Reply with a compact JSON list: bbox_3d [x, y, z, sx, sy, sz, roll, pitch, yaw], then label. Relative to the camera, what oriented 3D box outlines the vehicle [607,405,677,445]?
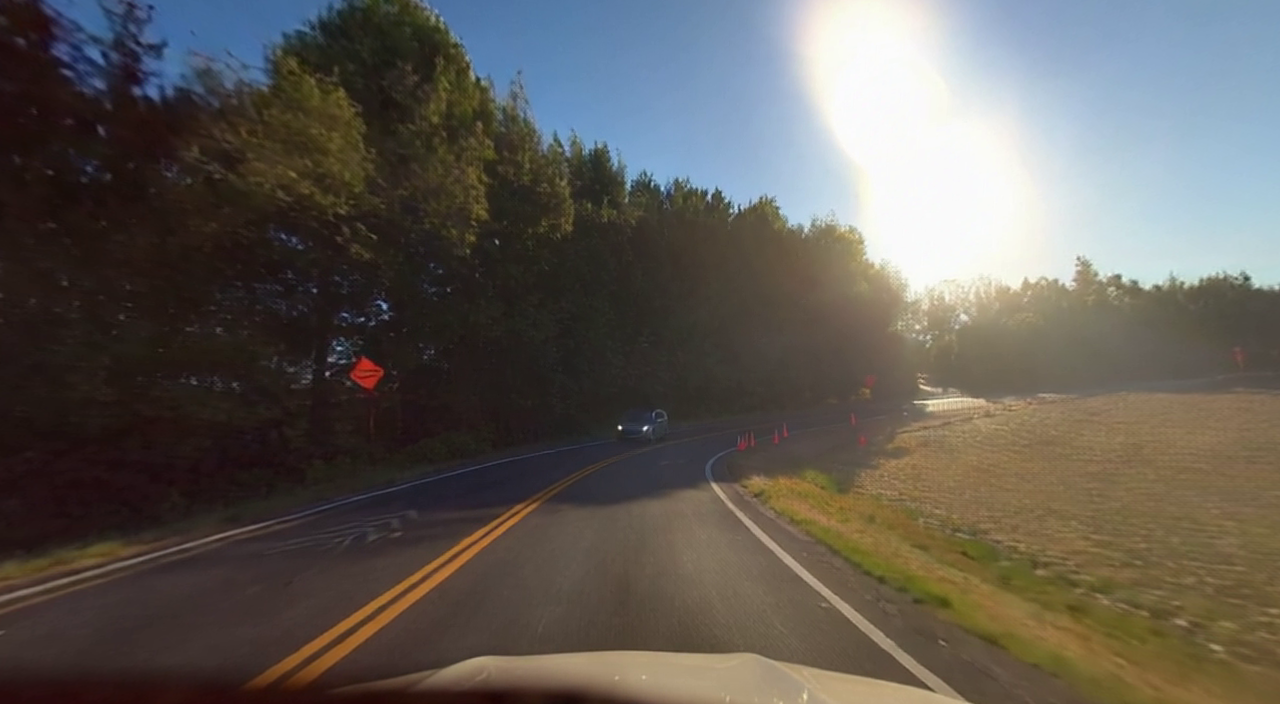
[{"bbox_3d":[0.207,3.873,33.155,2.095,1.939,4.857,-3,-8,21],"label":"vehicle"}]
